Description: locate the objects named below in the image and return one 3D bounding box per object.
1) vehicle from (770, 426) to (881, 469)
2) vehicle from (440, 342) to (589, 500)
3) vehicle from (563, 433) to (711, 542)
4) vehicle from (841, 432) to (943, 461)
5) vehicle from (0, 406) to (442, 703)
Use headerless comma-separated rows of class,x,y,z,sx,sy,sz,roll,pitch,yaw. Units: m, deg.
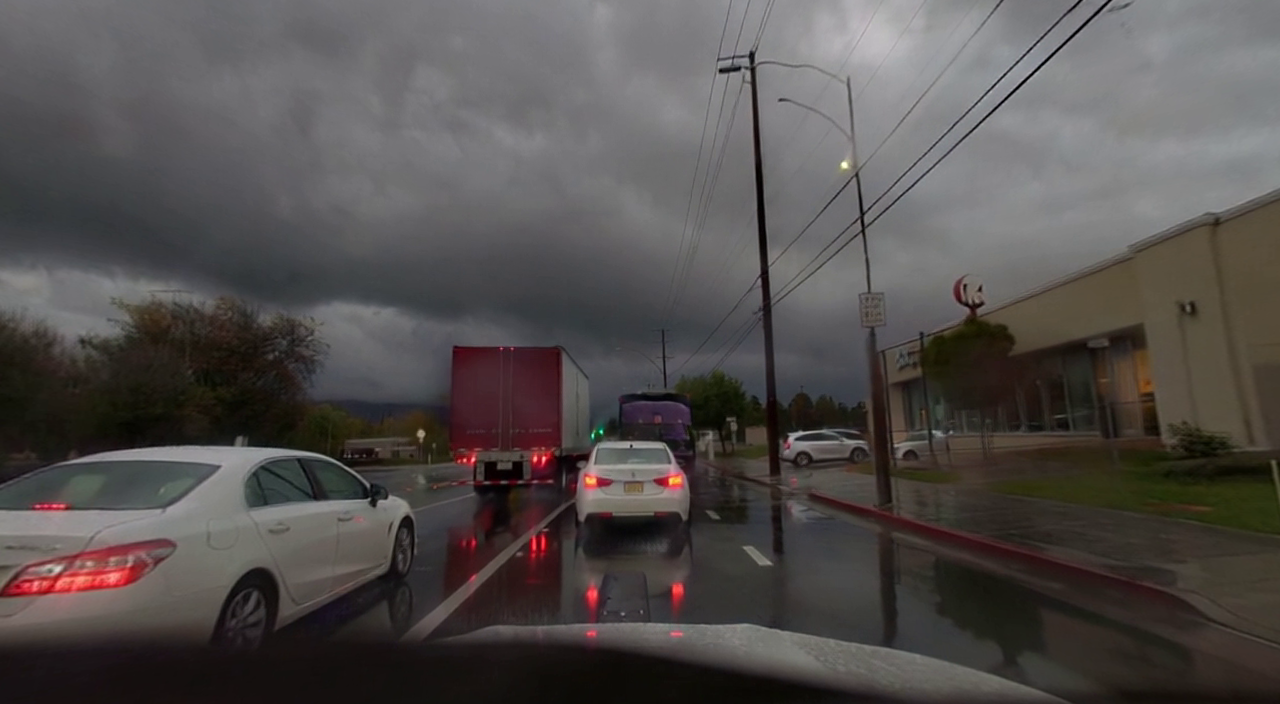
vehicle,8.670,4.513,29.781,2.061,1.845,4.829,5,-10,-32
vehicle,-3.287,2.157,18.697,3.020,3.800,7.105,0,-8,-1
vehicle,-0.074,2.199,10.880,2.067,1.506,4.118,0,-8,-1
vehicle,13.214,4.991,33.117,4.574,1.478,1.880,0,-8,3
vehicle,-3.050,1.240,4.279,1.969,1.471,4.378,0,-8,0
